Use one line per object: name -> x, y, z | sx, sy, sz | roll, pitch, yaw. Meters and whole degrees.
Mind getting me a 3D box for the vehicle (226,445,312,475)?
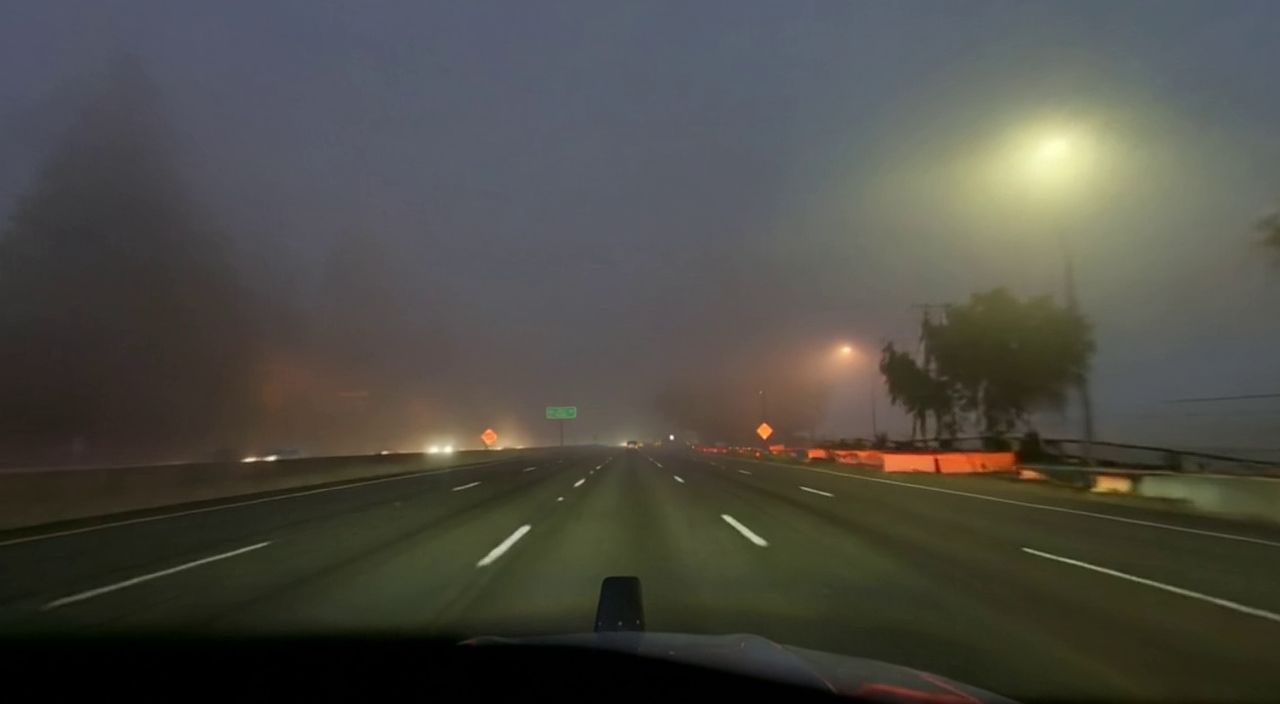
vehicle -> -20.428, 5.932, 34.945 | 1.998, 1.543, 4.777 | 1, -9, -3
